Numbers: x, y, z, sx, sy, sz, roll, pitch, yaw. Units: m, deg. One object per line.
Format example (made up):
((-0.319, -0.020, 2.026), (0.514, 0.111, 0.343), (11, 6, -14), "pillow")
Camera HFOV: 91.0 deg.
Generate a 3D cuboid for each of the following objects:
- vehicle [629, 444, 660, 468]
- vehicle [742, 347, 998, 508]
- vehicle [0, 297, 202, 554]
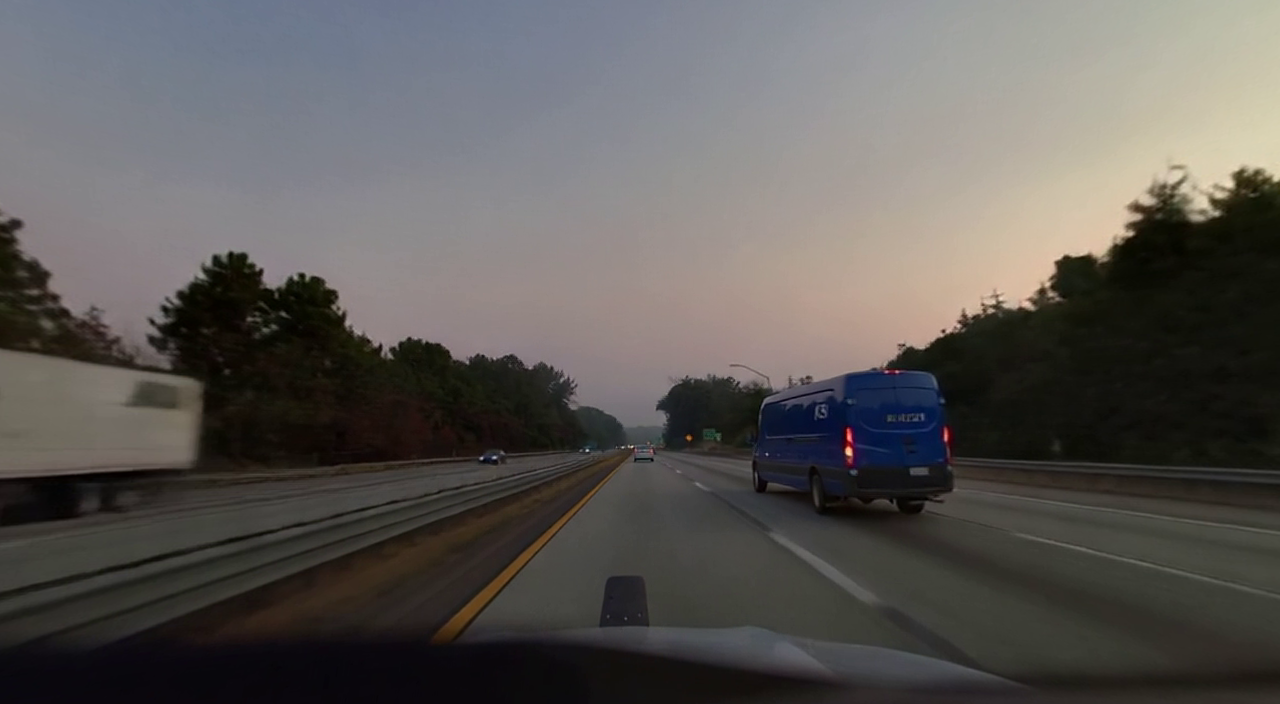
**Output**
((0.338, 7.444, 45.125), (2.121, 1.590, 4.434), (0, -8, 0), "vehicle")
((7.308, 3.218, 24.861), (3.479, 4.156, 17.231), (0, -9, -1), "vehicle")
((-11.840, 1.019, 8.890), (3.742, 3.954, 10.224), (0, -8, 1), "vehicle")
